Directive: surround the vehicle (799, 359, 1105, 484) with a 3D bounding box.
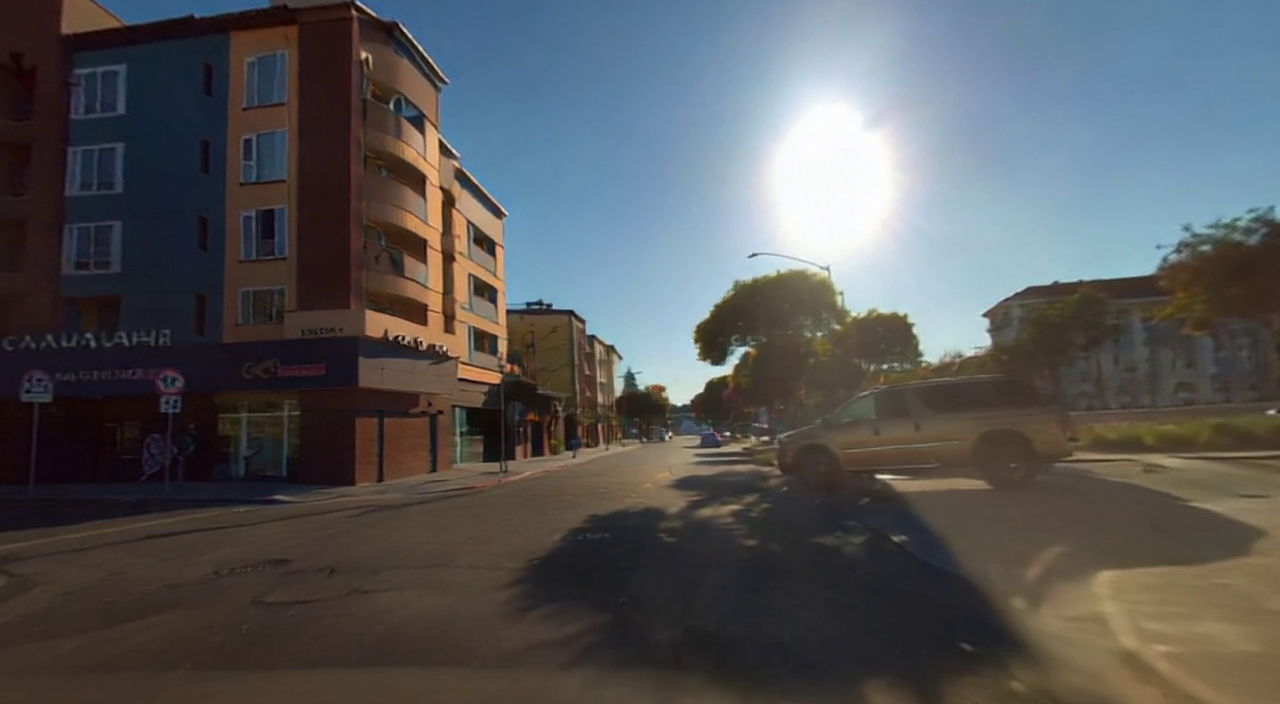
[{"bbox_3d":[7.320,1.768,15.400,6.221,2.498,2.239,-7,-10,39],"label":"vehicle"}]
